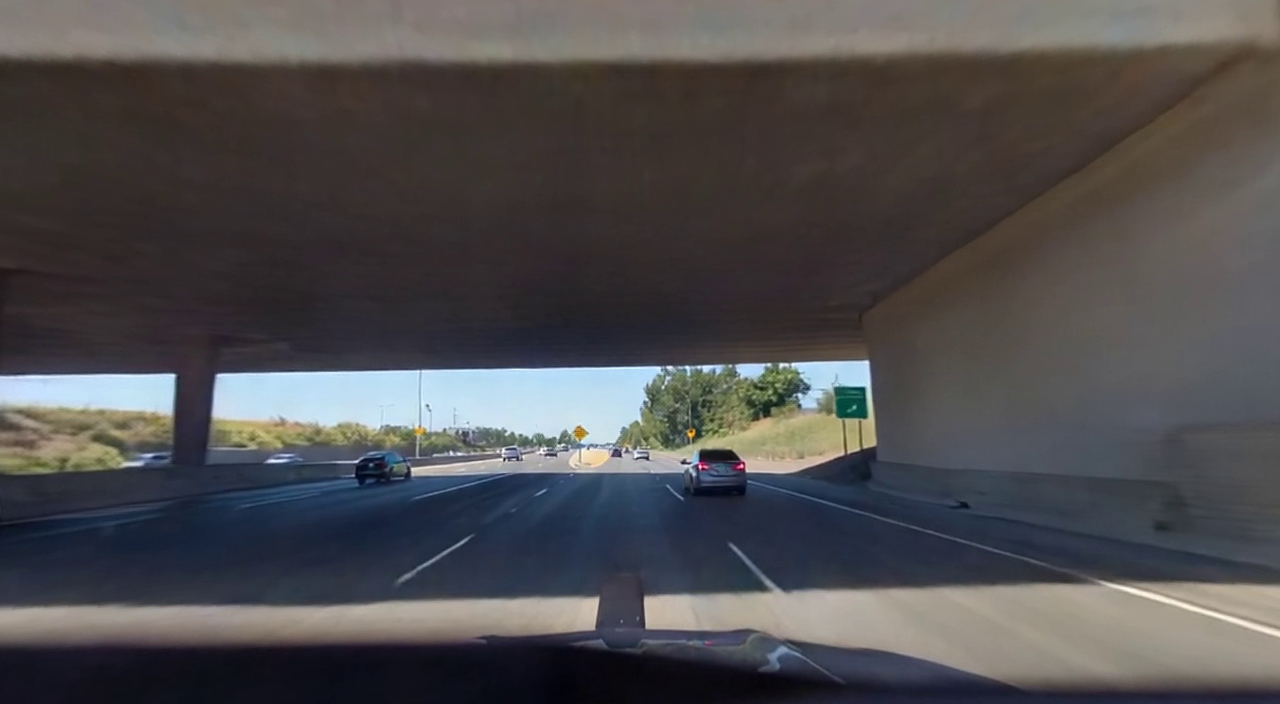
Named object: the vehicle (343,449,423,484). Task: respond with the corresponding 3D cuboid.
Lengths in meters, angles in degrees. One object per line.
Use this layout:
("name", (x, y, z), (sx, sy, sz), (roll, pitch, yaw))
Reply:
("vehicle", (-12.384, 5.526, 30.733), (2.072, 1.545, 4.687), (1, -9, -3))

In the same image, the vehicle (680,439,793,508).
("vehicle", (2.327, 3.078, 16.445), (2.079, 1.535, 4.316), (1, -9, -3))
